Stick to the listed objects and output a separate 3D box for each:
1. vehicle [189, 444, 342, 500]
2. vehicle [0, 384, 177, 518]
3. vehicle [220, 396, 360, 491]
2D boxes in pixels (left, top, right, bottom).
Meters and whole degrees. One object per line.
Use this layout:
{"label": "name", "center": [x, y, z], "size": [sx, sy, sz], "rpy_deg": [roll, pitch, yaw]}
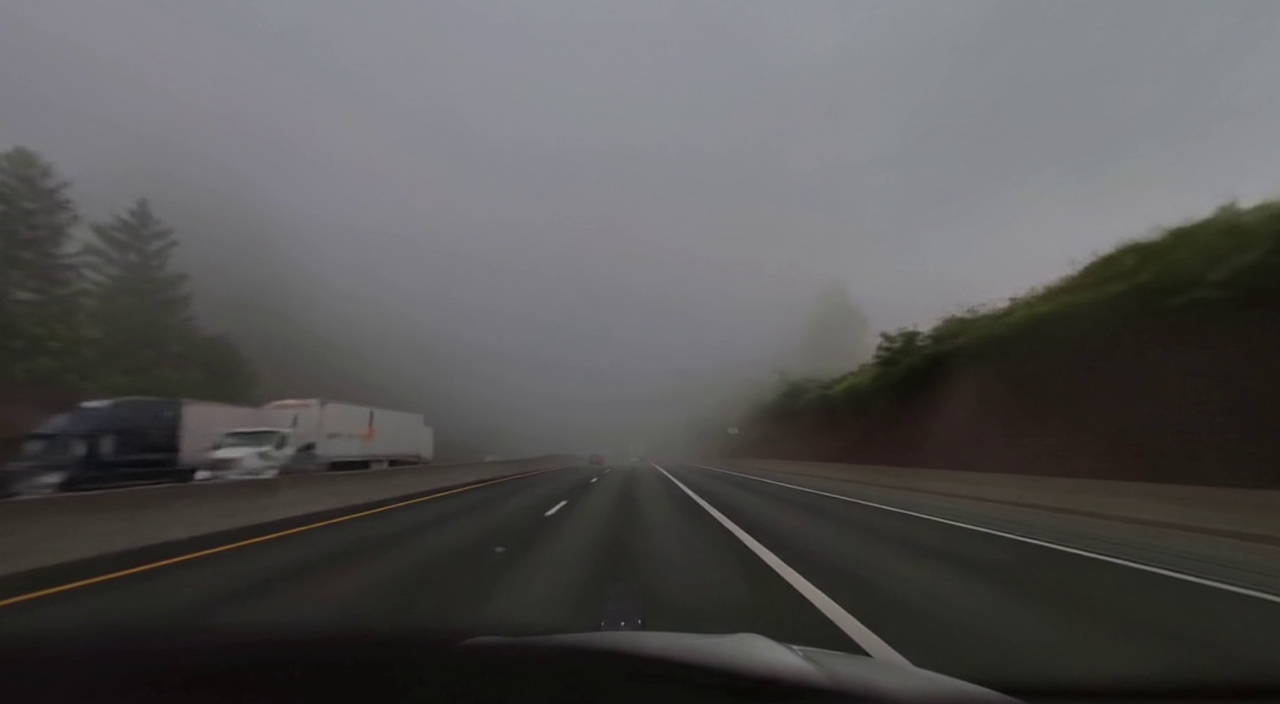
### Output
{"label": "vehicle", "center": [-11.246, 3.612, 19.400], "size": [1.910, 1.506, 4.487], "rpy_deg": [0, -9, 0]}
{"label": "vehicle", "center": [-19.949, 3.346, 21.582], "size": [3.025, 3.867, 6.475], "rpy_deg": [0, -9, 0]}
{"label": "vehicle", "center": [-16.201, 4.336, 29.823], "size": [2.980, 4.025, 6.140], "rpy_deg": [0, -9, -1]}
